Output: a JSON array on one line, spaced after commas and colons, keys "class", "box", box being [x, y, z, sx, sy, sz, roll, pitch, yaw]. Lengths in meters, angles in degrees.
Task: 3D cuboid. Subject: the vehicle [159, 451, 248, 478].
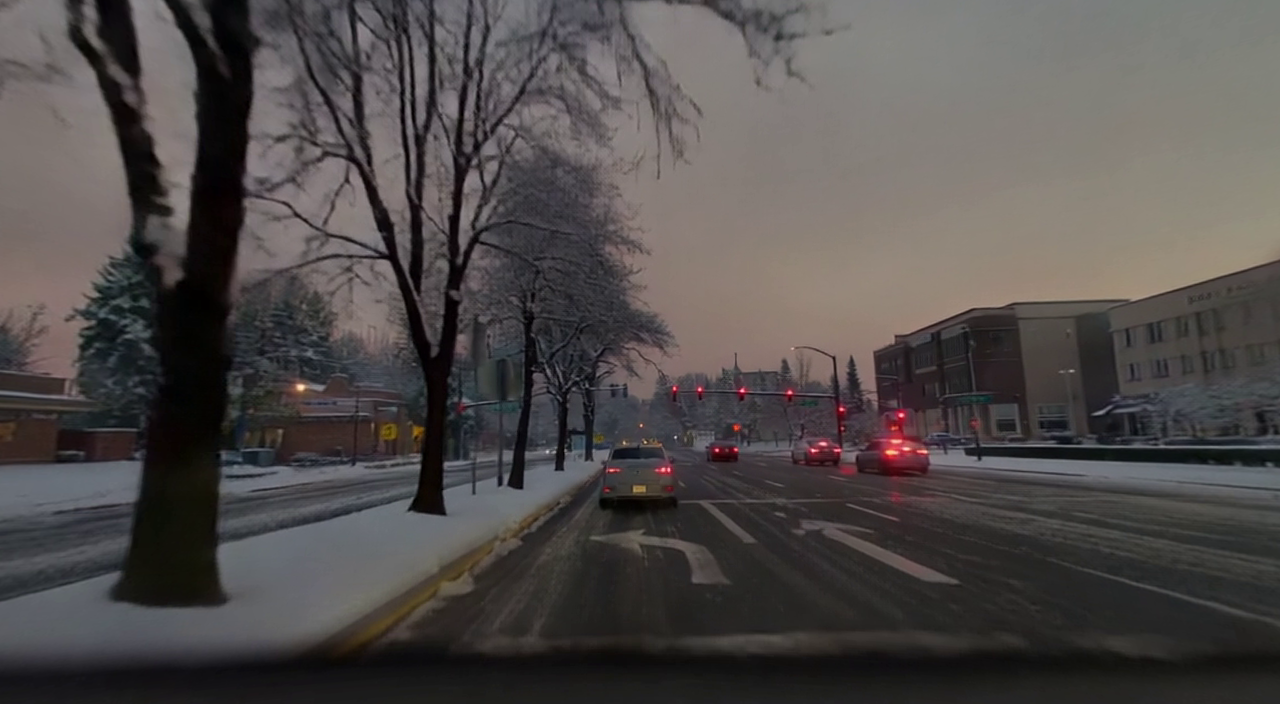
[{"class": "vehicle", "box": [-30.977, 7.935, 44.893, 4.758, 1.809, 2.114, 8, -12, -44]}]

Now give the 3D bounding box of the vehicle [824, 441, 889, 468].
[{"class": "vehicle", "box": [12.604, 5.987, 37.127, 2.059, 1.482, 4.568, 0, -9, -1]}]

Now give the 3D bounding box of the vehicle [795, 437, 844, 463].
[{"class": "vehicle", "box": [13.111, 7.186, 46.513, 1.981, 1.746, 5.375, 0, -9, -1]}]

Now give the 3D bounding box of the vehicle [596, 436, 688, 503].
[{"class": "vehicle", "box": [0.008, 2.947, 16.229, 2.064, 1.477, 3.968, 0, -9, -1]}]
